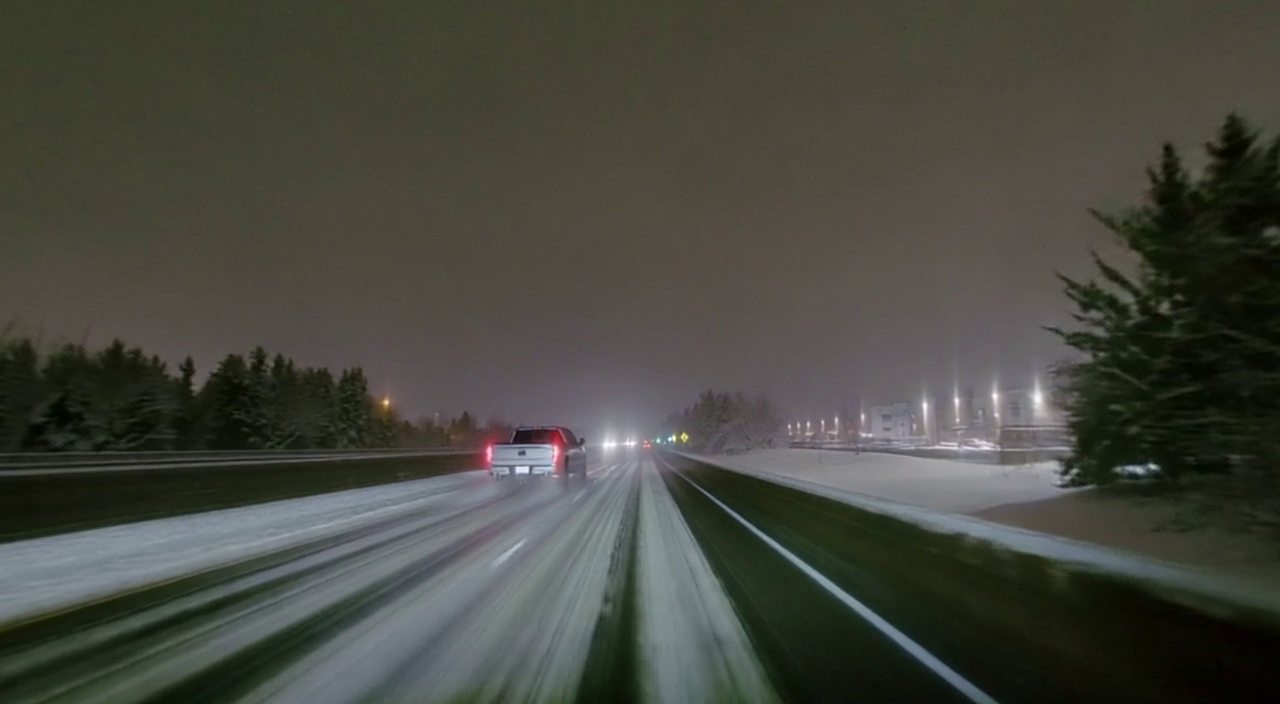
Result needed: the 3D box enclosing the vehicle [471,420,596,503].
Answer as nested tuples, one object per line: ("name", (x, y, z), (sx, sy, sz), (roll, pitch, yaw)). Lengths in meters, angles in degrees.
("vehicle", (-2.678, 2.973, 17.577), (2.350, 1.932, 5.562), (-1, -8, 2))
